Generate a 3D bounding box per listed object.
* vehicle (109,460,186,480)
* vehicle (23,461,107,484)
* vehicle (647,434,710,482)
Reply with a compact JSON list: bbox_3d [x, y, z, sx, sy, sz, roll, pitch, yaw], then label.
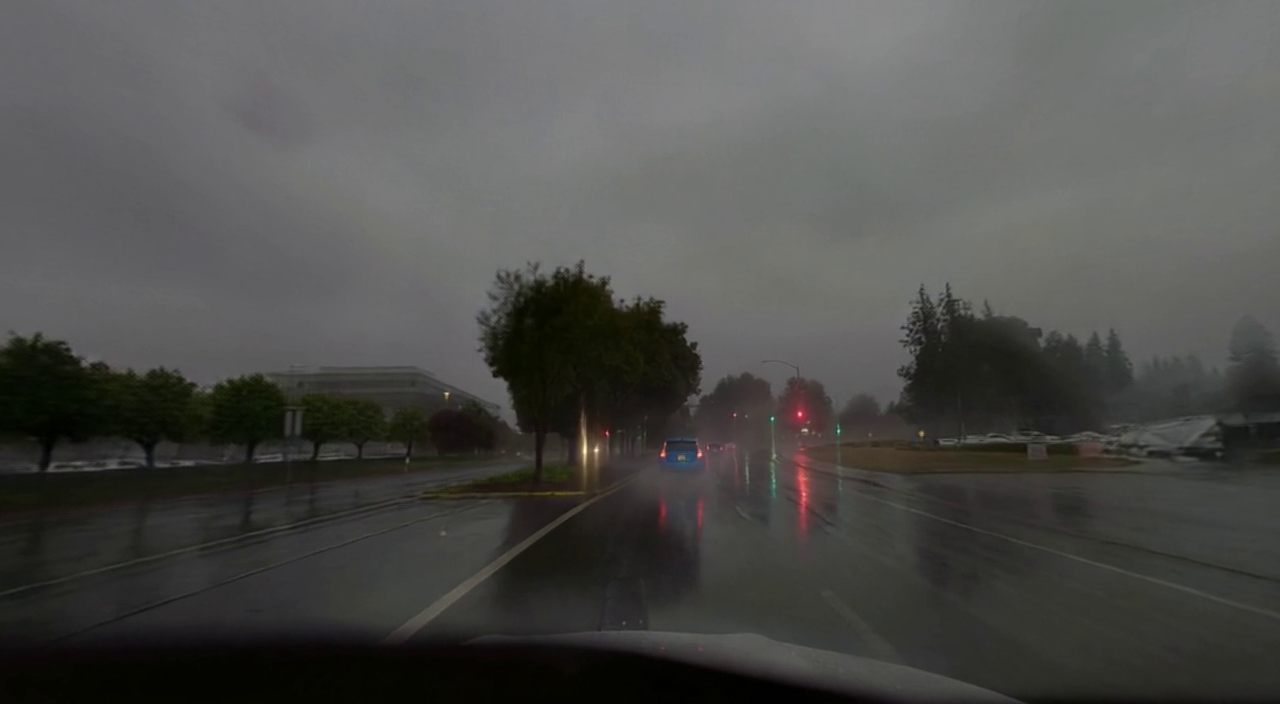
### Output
[{"bbox_3d":[-37.182,8.896,47.671,4.365,1.430,1.898,-1,-8,5],"label":"vehicle"},{"bbox_3d":[-38.725,8.126,42.475,4.261,1.430,1.806,-2,-9,9],"label":"vehicle"},{"bbox_3d":[1.380,3.705,22.277,2.010,1.535,3.735,-1,-8,4],"label":"vehicle"}]
